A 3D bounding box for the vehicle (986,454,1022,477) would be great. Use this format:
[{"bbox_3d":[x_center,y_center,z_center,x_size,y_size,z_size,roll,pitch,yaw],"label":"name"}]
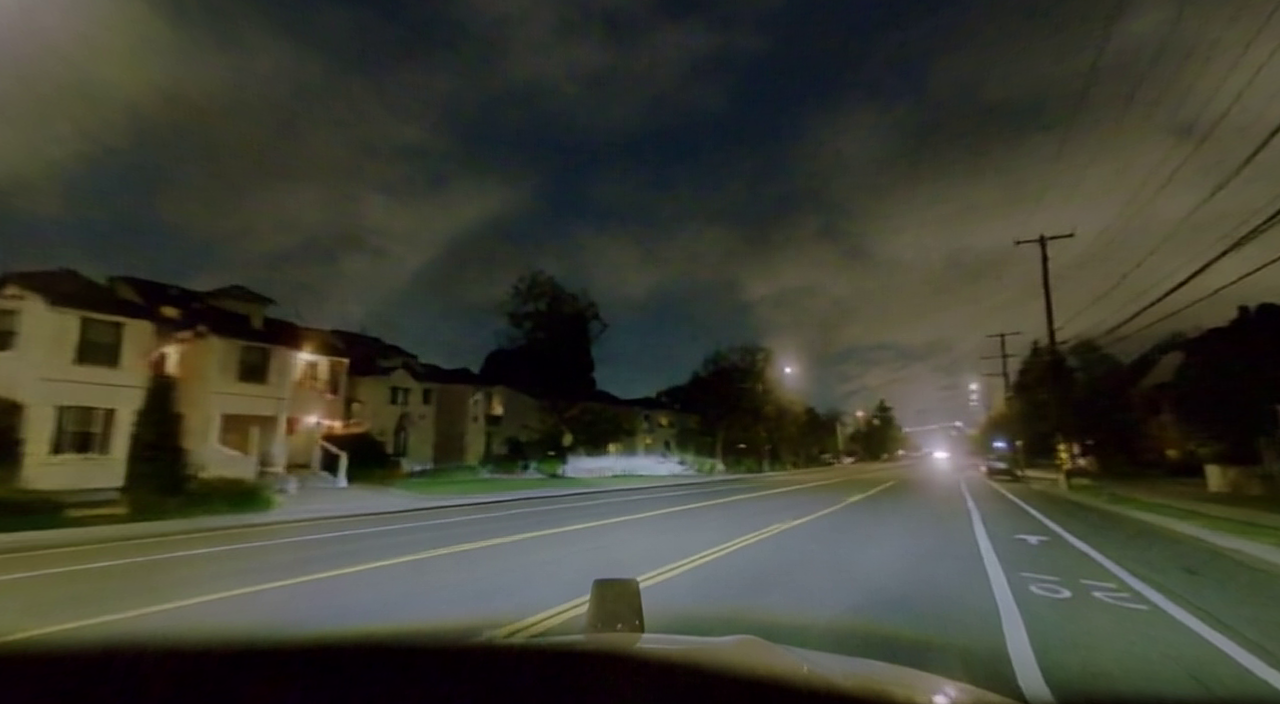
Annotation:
[{"bbox_3d":[27.544,8.593,47.900,1.971,1.558,4.895,-3,-10,26],"label":"vehicle"}]
